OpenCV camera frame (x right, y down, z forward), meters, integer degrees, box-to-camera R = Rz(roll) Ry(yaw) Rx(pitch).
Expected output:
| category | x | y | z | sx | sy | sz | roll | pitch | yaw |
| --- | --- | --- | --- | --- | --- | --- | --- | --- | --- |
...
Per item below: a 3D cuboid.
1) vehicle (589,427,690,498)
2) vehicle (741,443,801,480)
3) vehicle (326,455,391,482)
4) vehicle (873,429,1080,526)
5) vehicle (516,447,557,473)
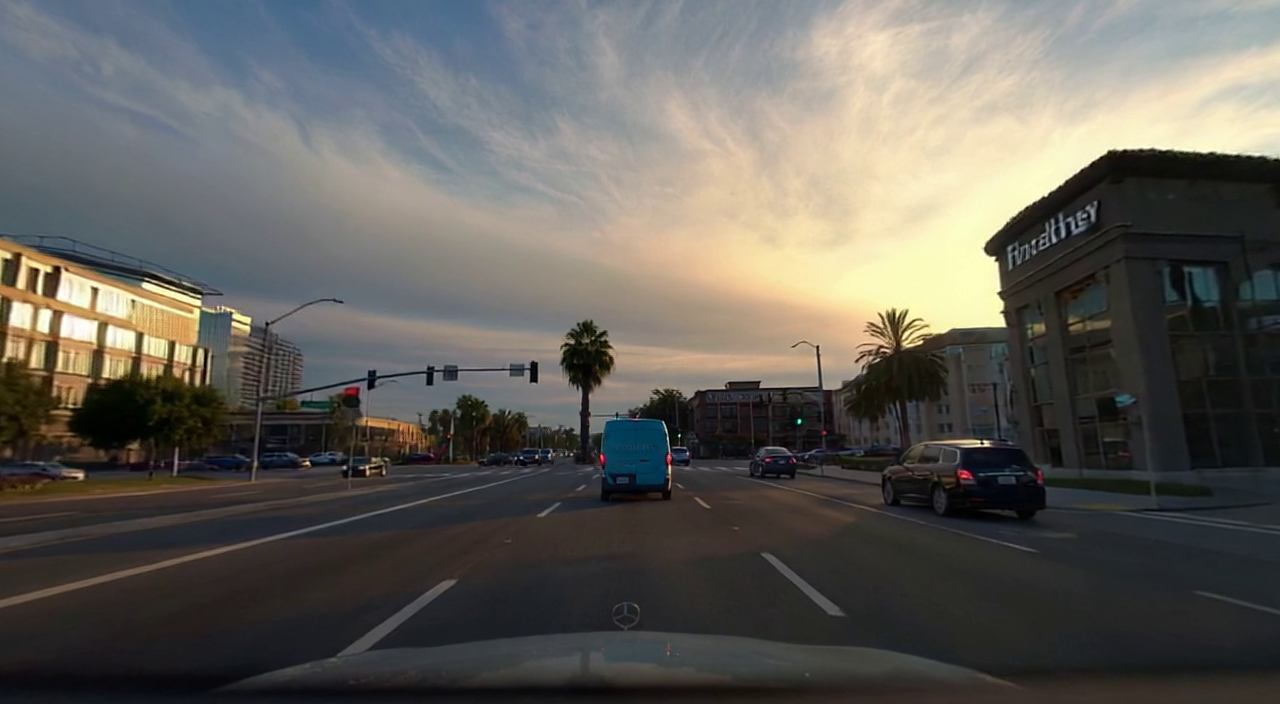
| category | x | y | z | sx | sy | sz | roll | pitch | yaw |
| --- | --- | --- | --- | --- | --- | --- | --- | --- | --- |
| vehicle | -0.103 | 3.546 | 20.687 | 2.848 | 1.991 | 5.706 | 0 | -9 | -2 |
| vehicle | 6.508 | 5.497 | 31.916 | 1.931 | 1.692 | 4.267 | 0 | -9 | -2 |
| vehicle | -16.845 | 6.969 | 38.037 | 1.953 | 1.480 | 4.632 | 0 | -9 | -3 |
| vehicle | 7.130 | 2.686 | 14.097 | 2.023 | 1.771 | 4.488 | 0 | -9 | -2 |
| vehicle | -6.953 | 7.275 | 42.777 | 2.109 | 1.653 | 4.681 | 0 | -9 | -2 |
